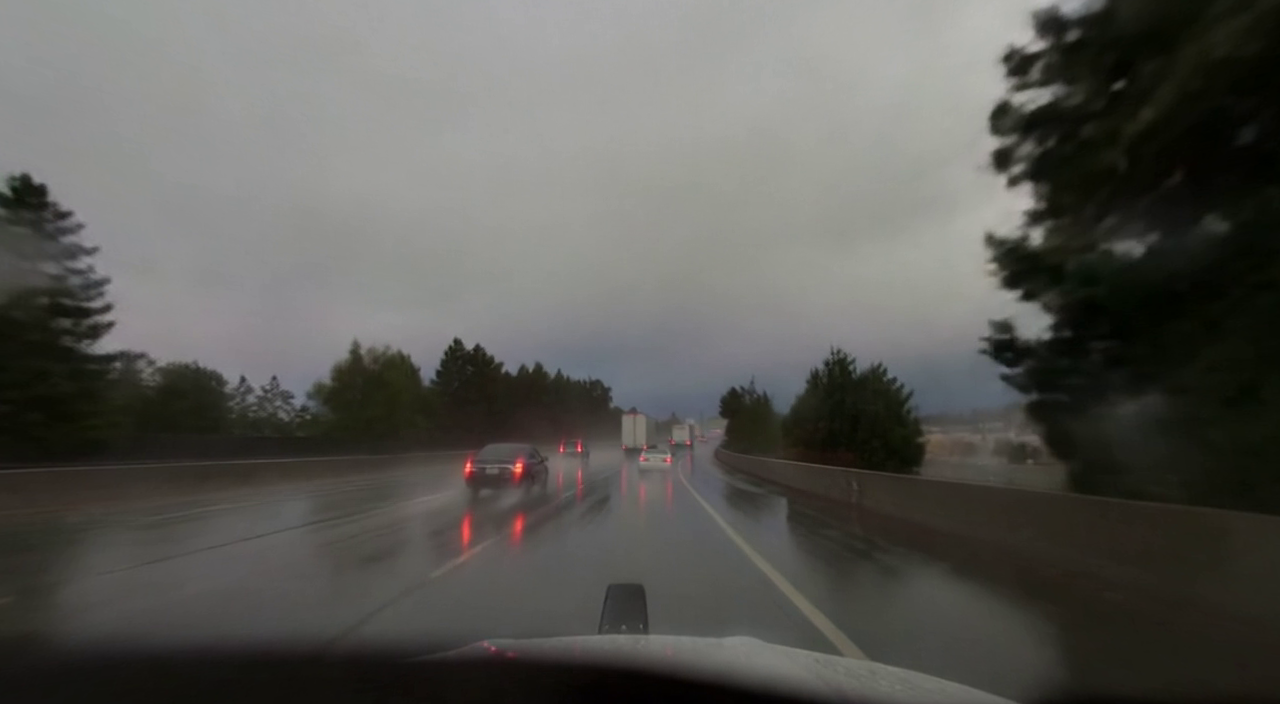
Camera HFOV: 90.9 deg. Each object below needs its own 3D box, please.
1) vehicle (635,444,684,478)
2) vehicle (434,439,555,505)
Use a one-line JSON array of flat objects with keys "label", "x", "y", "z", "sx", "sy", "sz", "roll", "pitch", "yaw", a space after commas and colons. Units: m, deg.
[{"label": "vehicle", "x": 0.852, "y": 4.742, "z": 27.599, "sx": 1.984, "sy": 1.365, "sz": 3.767, "roll": 0, "pitch": -9, "yaw": 2}, {"label": "vehicle", "x": -3.612, "y": 3.065, "z": 16.631, "sx": 1.916, "sy": 1.486, "sz": 4.631, "roll": 0, "pitch": -9, "yaw": 2}]
